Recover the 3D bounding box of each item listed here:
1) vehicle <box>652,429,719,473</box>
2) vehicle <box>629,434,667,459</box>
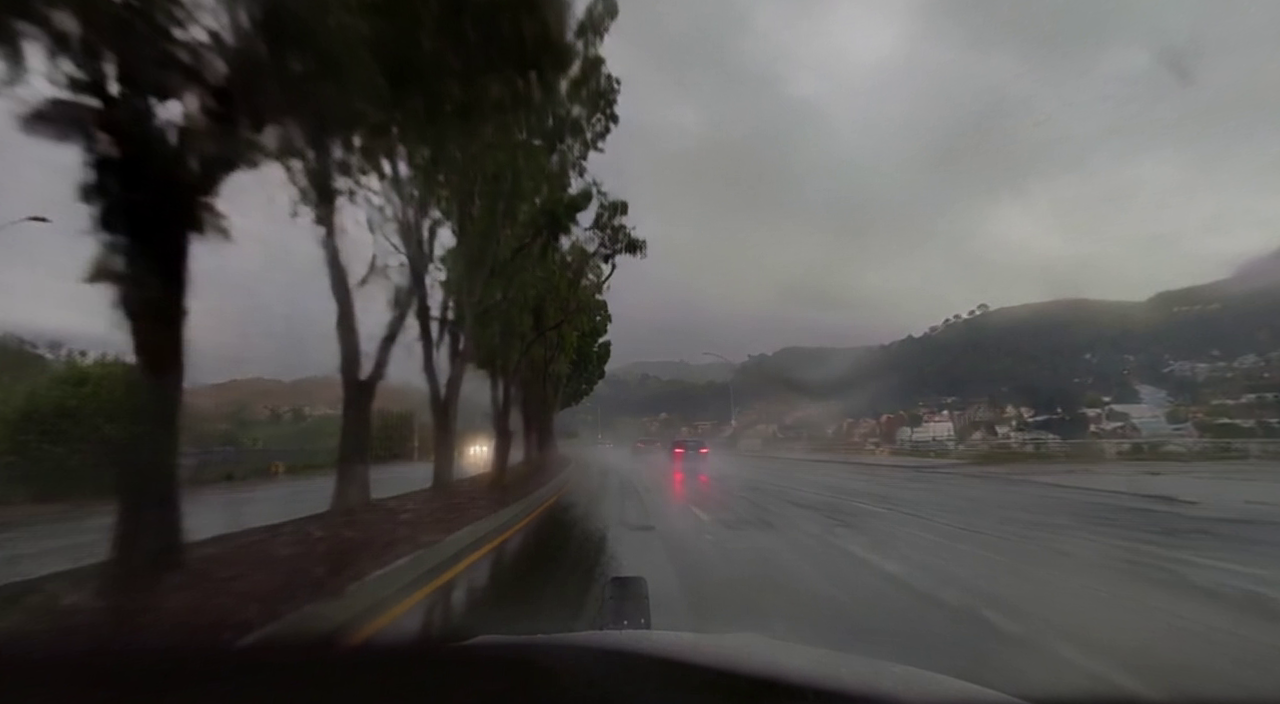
[{"bbox_3d":[1.880,4.294,27.460,2.253,1.756,4.313,1,-8,-4],"label":"vehicle"},{"bbox_3d":[0.547,7.255,48.313,2.210,1.788,4.293,1,-8,-8],"label":"vehicle"}]
